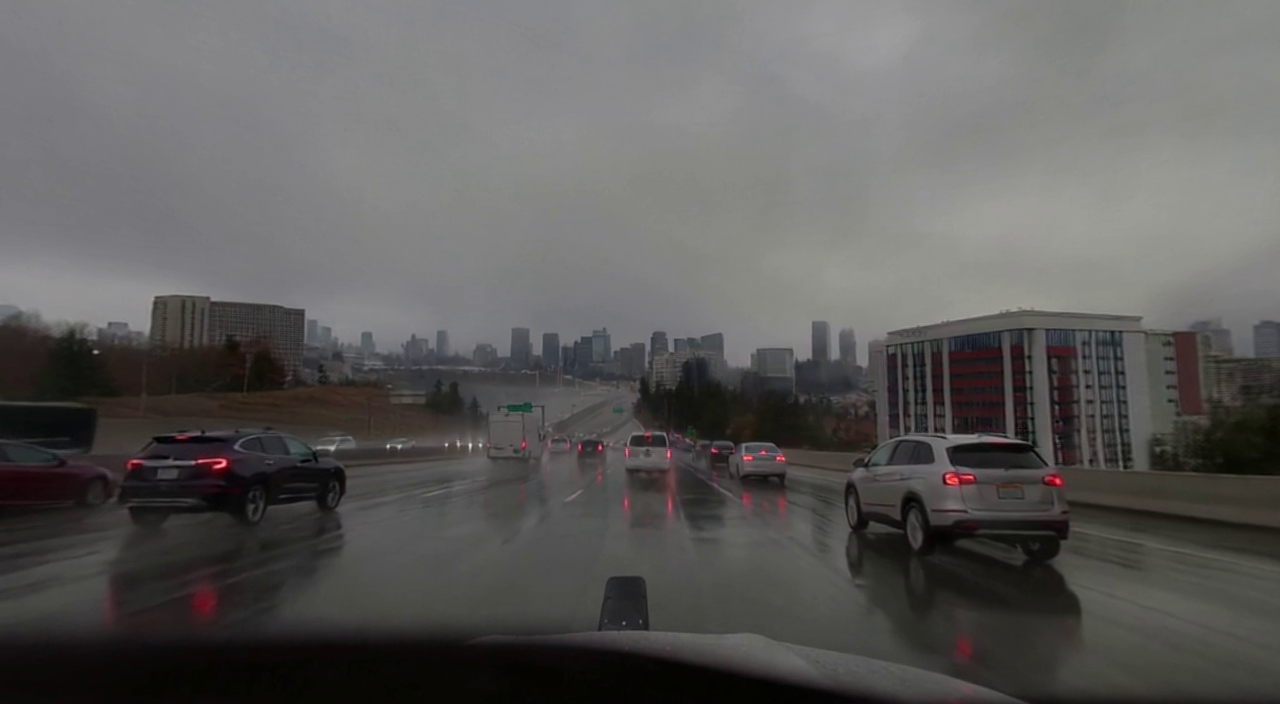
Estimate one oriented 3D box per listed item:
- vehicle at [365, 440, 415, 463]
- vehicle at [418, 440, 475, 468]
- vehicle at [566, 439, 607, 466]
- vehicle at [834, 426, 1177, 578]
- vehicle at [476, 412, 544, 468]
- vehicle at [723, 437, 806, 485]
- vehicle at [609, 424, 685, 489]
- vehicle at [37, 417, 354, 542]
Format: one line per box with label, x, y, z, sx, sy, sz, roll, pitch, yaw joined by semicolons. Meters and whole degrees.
vehicle;-17.118;6.826;43.383;1.848;1.487;3.805;0;-8;0
vehicle;-10.918;5.759;35.819;1.923;1.480;3.905;0;-8;1
vehicle;-3.187;6.151;38.762;2.079;1.499;4.512;0;-8;1
vehicle;4.300;1.809;8.520;1.915;1.482;4.537;0;-8;0
vehicle;-7.112;4.967;35.524;2.358;2.817;7.055;0;-8;0
vehicle;4.235;3.790;22.263;1.942;1.487;4.518;0;-8;-1
vehicle;0.218;3.360;20.662;2.209;1.863;4.626;0;-8;1
vehicle;-6.910;2.012;10.613;2.021;1.632;4.417;0;-8;1
